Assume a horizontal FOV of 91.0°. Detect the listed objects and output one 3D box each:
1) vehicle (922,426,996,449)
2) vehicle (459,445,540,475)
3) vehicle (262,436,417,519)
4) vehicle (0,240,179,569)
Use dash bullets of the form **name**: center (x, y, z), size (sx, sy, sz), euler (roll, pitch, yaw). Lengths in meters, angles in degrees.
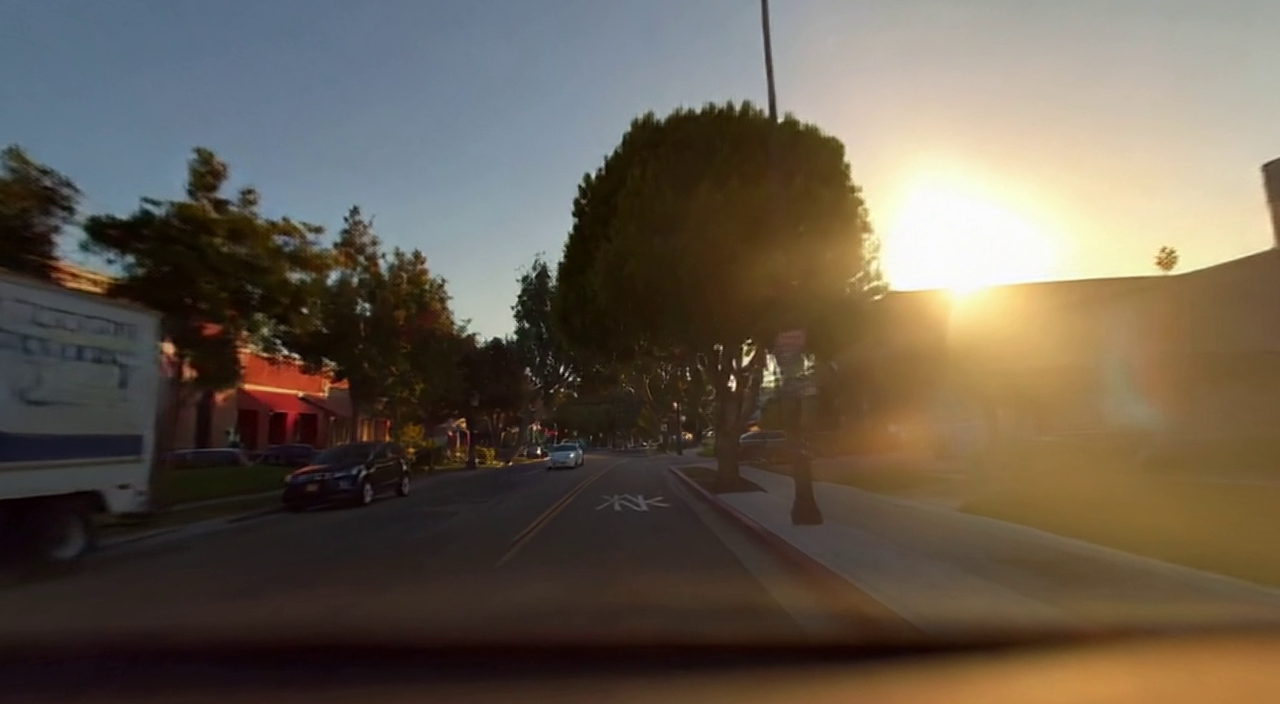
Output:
- **vehicle**: center (23.530, 6.352, 46.527), size (4.371, 1.614, 1.910), euler (1, -9, -3)
- **vehicle**: center (-8.899, 6.831, 40.084), size (1.879, 1.543, 4.778), euler (-14, -14, 43)
- **vehicle**: center (-7.572, 3.130, 16.437), size (1.950, 1.743, 4.312), euler (-2, -7, 0)
- **vehicle**: center (-8.831, 0.361, 4.119), size (2.986, 3.768, 11.697), euler (-6, -6, 0)
